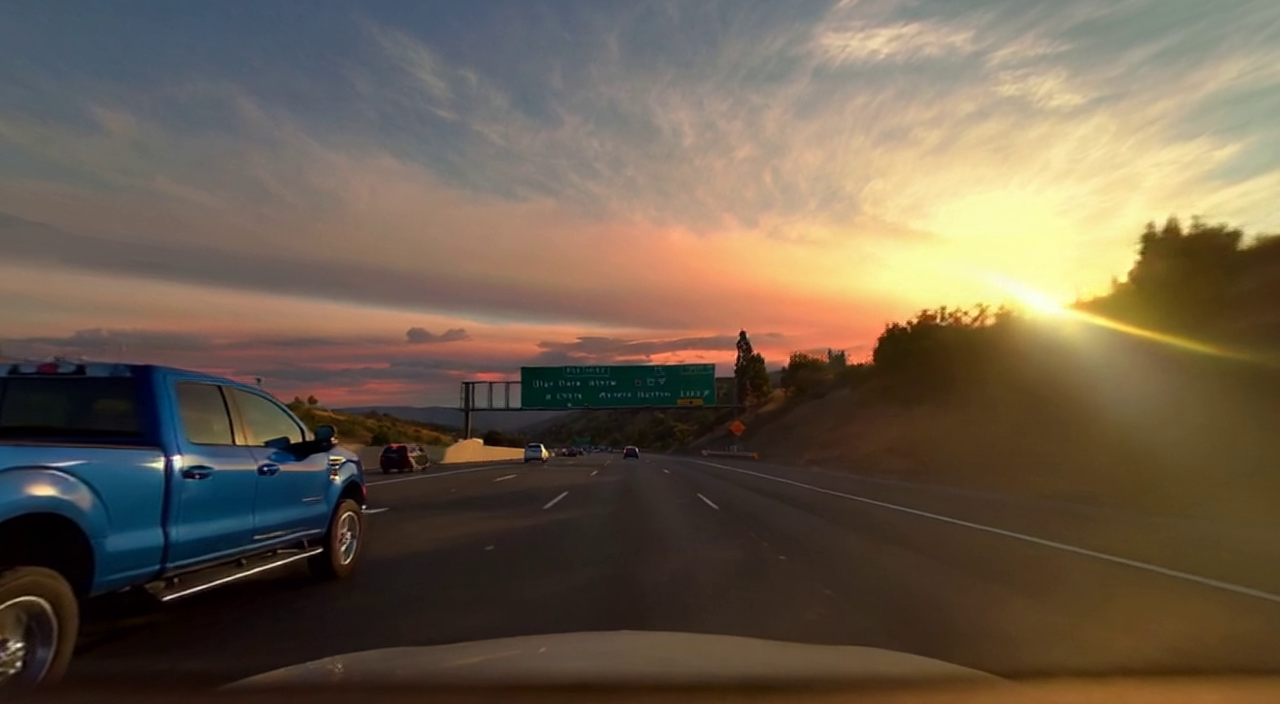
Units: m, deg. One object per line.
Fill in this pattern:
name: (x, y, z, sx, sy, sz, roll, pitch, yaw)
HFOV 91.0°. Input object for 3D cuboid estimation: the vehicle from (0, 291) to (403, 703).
vehicle: (-4.112, 1.001, 4.664, 2.339, 2.004, 6.171, 0, -9, 0)
